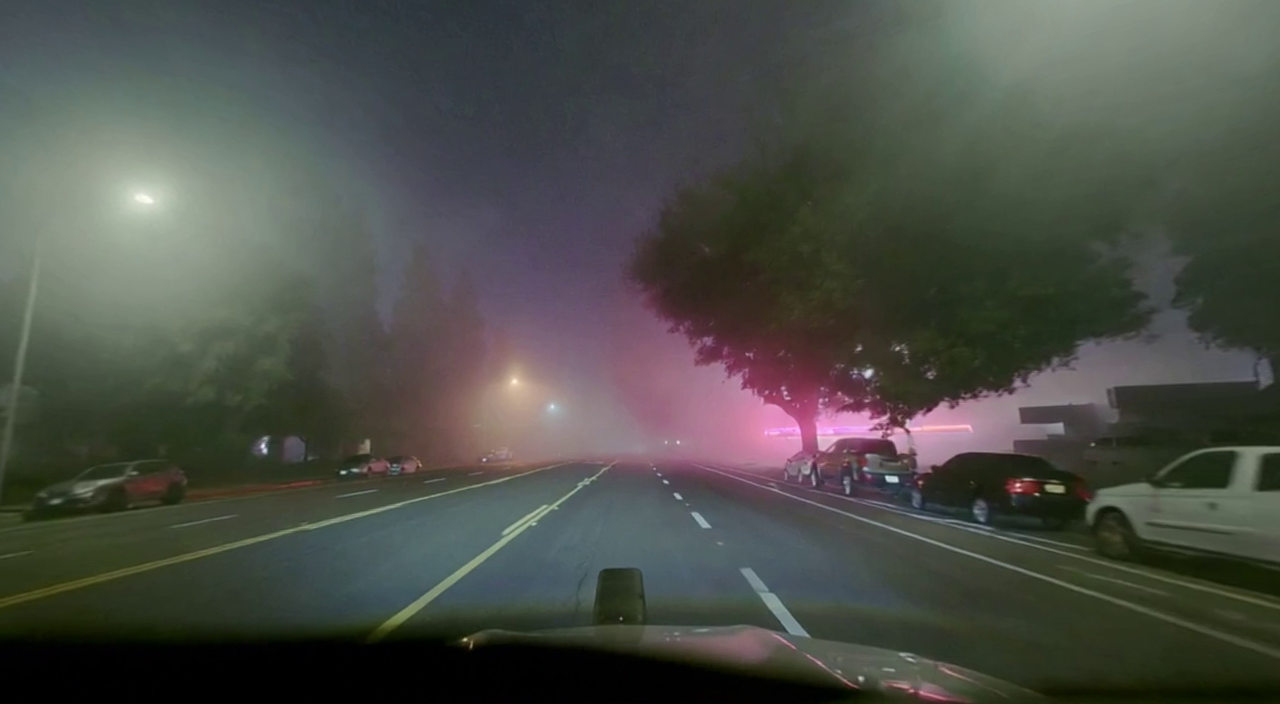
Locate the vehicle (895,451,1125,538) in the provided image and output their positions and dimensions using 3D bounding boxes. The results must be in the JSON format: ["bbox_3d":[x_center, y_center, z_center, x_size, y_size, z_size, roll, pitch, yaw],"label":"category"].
[{"bbox_3d":[7.274,2.808,13.153,1.845,1.428,4.668,0,-9,-2],"label":"vehicle"}]

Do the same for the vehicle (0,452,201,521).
[{"bbox_3d":[-14.840,3.642,17.713,1.936,1.646,4.375,0,-9,-1],"label":"vehicle"}]

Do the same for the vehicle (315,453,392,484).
[{"bbox_3d":[-14.889,6.045,33.119,1.836,1.473,4.413,-1,-9,2],"label":"vehicle"}]

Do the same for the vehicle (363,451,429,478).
[{"bbox_3d":[-14.731,6.822,38.484,2.124,1.501,4.807,0,-9,-1],"label":"vehicle"}]

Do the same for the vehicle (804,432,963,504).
[{"bbox_3d":[7.346,3.588,20.090,2.610,1.915,6.019,0,-9,0],"label":"vehicle"}]

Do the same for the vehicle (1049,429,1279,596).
[{"bbox_3d":[7.389,1.734,7.180,1.975,1.656,5.200,0,-9,0],"label":"vehicle"}]
